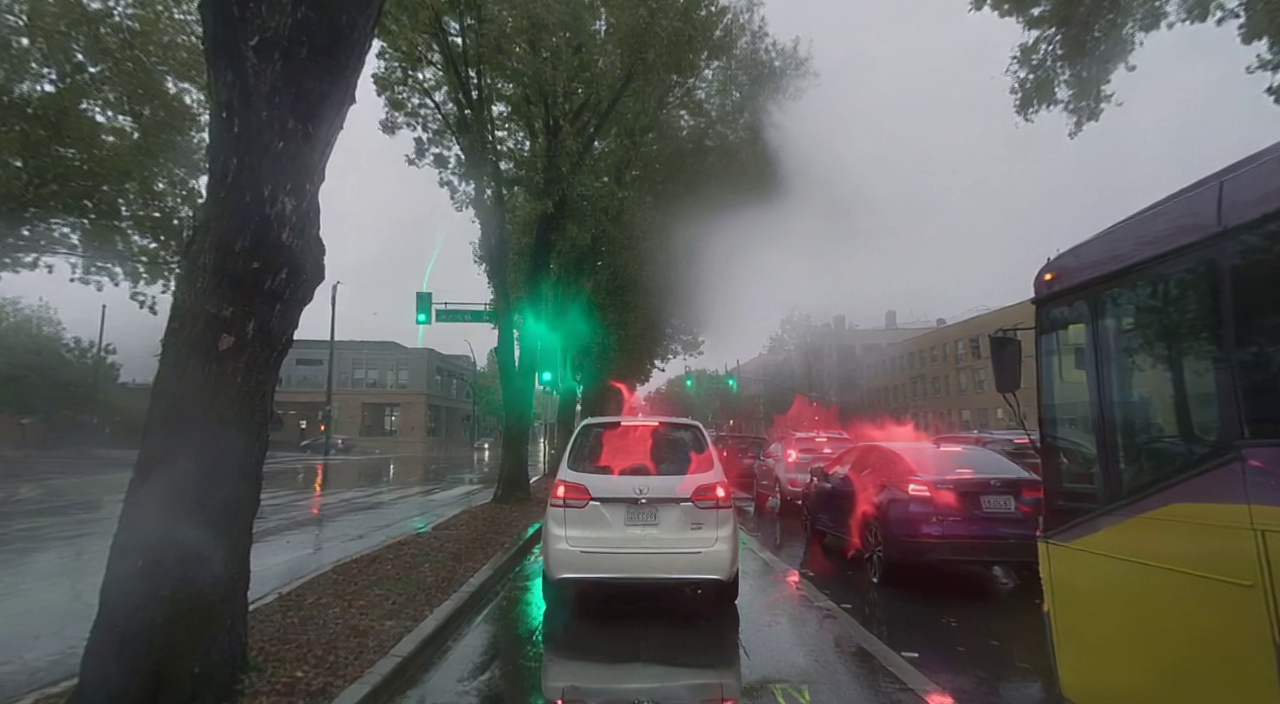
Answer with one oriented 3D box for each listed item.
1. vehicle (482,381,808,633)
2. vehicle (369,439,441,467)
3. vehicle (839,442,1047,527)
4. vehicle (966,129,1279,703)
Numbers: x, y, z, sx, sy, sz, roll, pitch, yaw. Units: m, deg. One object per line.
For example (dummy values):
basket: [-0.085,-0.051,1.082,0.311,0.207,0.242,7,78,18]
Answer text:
vehicle: [0.011,1.476,6.996,2.381,1.842,4.603,0,-8,-1]
vehicle: [-15.339,6.548,40.945,4.097,1.720,1.924,5,-10,-29]
vehicle: [5.979,2.638,13.214,1.987,1.457,4.675,0,-8,-1]
vehicle: [2.612,0.319,0.415,2.037,2.065,5.037,0,-8,0]
